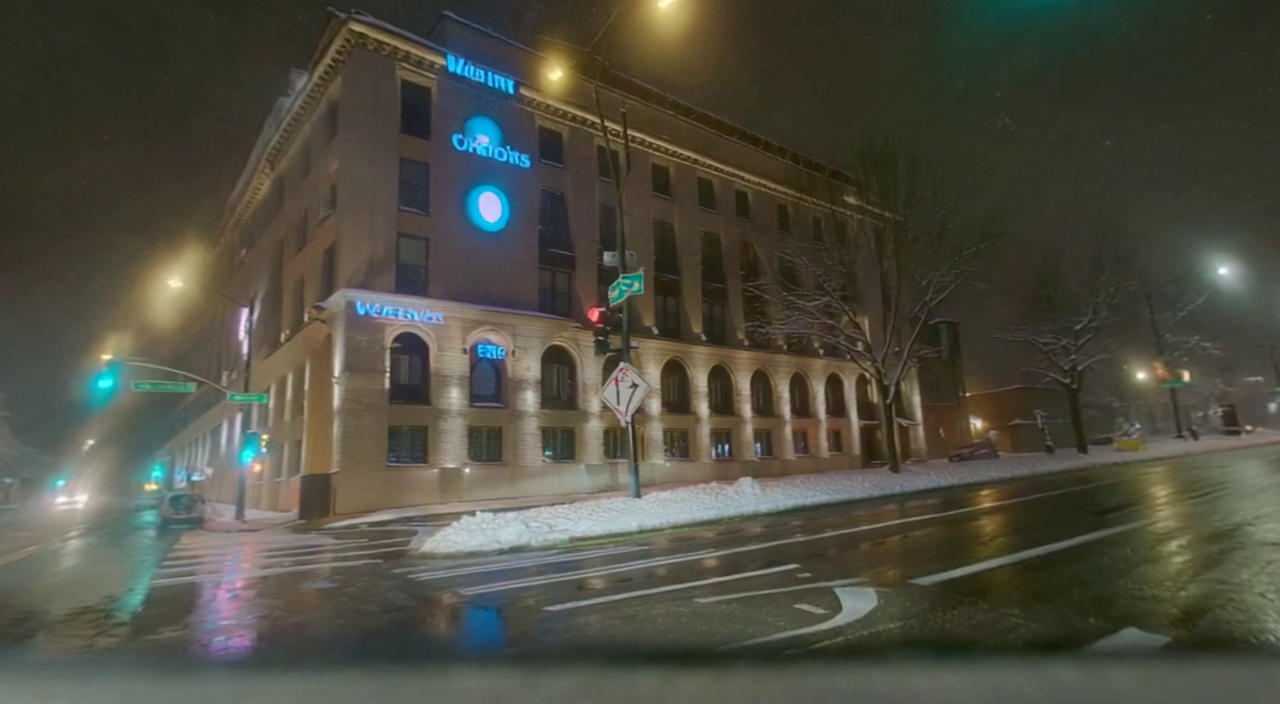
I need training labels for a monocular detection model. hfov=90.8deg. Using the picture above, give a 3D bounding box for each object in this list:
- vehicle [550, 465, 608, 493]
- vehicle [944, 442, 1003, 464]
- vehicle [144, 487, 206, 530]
[{"bbox_3d":[-3.938,8.022,40.114,1.956,1.471,3.994,4,-10,-34],"label":"vehicle"},{"bbox_3d":[24.862,7.503,47.043,4.442,1.440,1.840,4,-10,-32],"label":"vehicle"},{"bbox_3d":[-21.351,7.145,29.119,2.066,1.481,4.004,6,-10,-34],"label":"vehicle"}]
